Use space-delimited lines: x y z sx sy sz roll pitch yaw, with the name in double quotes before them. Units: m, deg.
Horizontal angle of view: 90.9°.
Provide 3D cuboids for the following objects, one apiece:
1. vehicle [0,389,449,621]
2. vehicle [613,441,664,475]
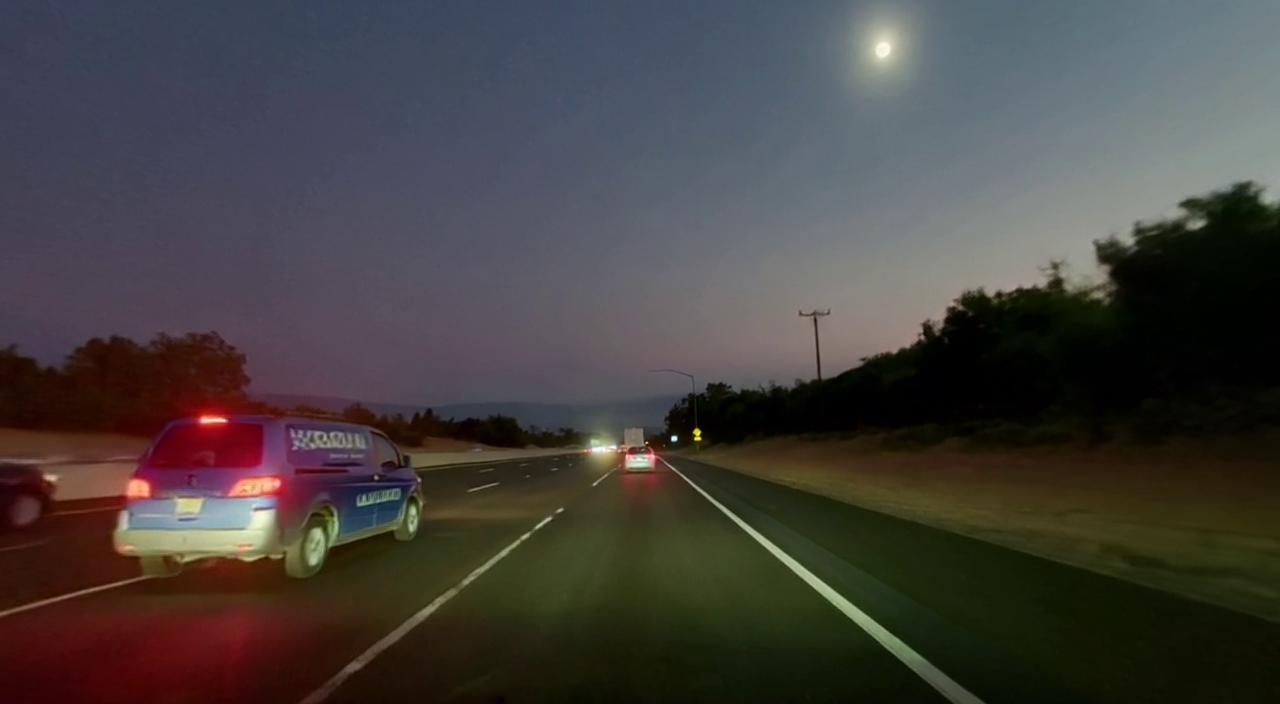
"vehicle" -4.216 1.618 7.693 2.174 1.862 5.012 0 -9 0
"vehicle" -0.059 5.006 29.946 2.238 1.479 3.672 0 -9 0
